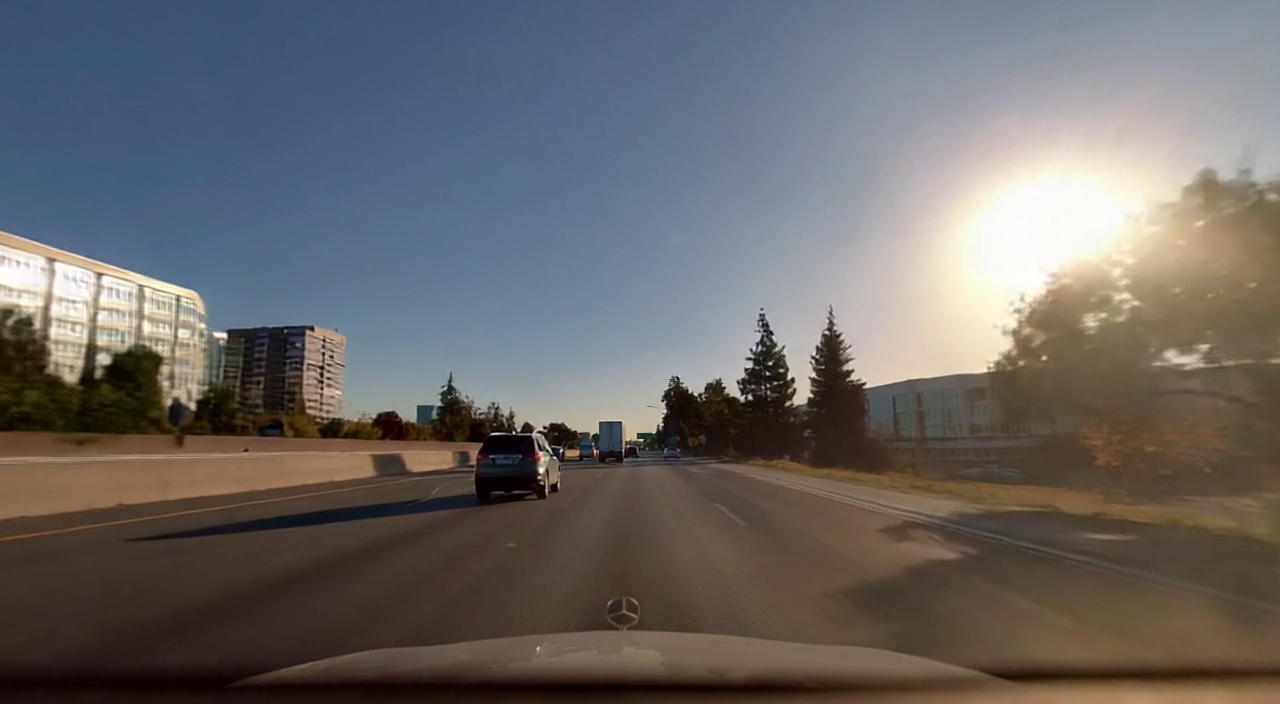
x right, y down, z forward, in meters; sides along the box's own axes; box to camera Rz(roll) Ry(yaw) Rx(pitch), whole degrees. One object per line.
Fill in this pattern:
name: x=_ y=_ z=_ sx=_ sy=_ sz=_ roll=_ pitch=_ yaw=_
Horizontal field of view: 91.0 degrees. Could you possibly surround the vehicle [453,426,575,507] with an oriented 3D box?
vehicle: x=-3.005 y=2.858 z=16.099 sx=2.111 sy=1.742 sz=4.315 roll=0 pitch=-9 yaw=1
